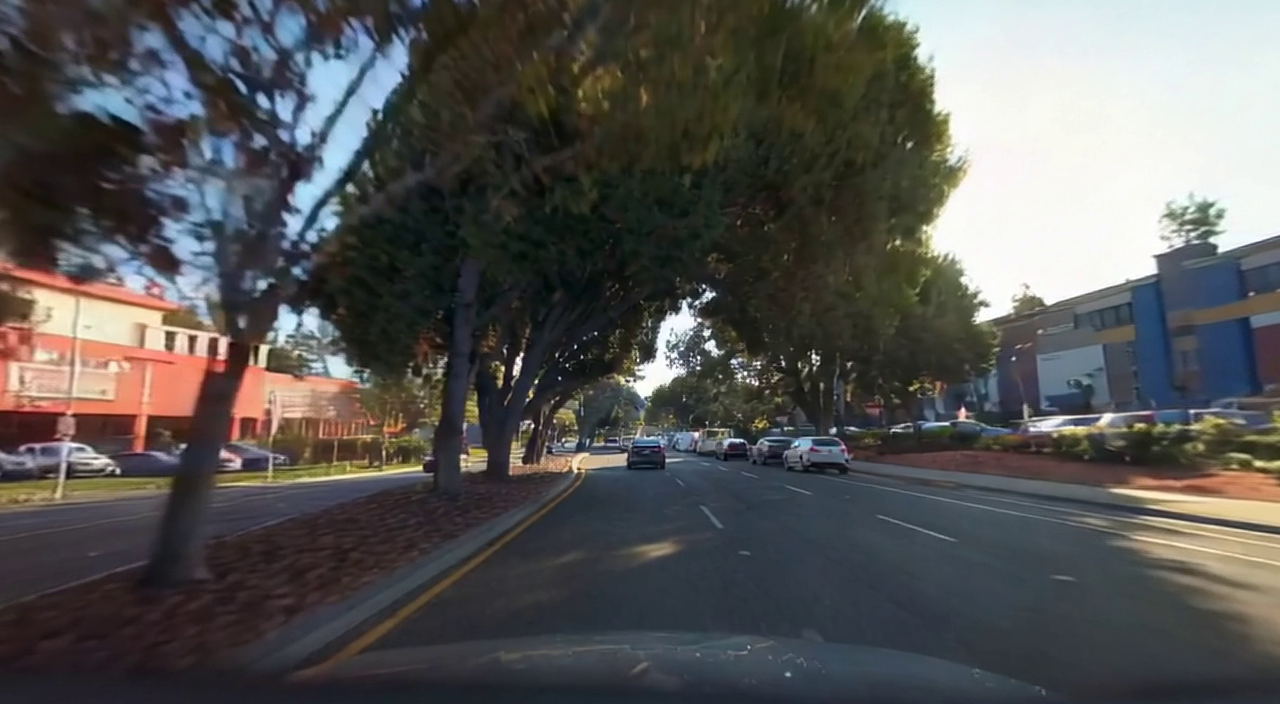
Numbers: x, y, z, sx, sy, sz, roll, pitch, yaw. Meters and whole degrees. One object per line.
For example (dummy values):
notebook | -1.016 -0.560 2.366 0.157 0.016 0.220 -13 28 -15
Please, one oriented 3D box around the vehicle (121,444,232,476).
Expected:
vehicle | -26.896 6.264 36.697 4.853 1.788 2.059 0 -8 1

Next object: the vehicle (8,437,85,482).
vehicle | -28.932 5.166 30.661 5.346 1.985 2.207 -8 -11 42

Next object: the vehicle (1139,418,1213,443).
vehicle | 33.052 4.882 39.013 1.797 1.426 4.346 -3 -9 17

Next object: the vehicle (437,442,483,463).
vehicle | -13.476 7.563 47.430 2.005 1.482 4.491 0 -8 1

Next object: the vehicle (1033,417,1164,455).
vehicle | 19.568 3.617 27.040 4.059 1.563 1.995 0 -8 -2

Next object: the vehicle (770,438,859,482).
vehicle | 6.499 4.057 24.029 2.016 1.479 4.532 0 -8 -1

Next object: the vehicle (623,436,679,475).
vehicle | 0.357 4.232 26.027 2.091 1.472 4.697 0 -8 -1

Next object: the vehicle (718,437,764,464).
vehicle | 6.518 6.429 41.246 2.105 1.646 4.612 0 -8 -2

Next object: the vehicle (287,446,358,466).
vehicle | -24.356 7.968 48.421 4.392 1.453 1.855 0 -8 -1

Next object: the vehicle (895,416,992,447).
vehicle | 19.496 5.156 40.649 5.117 1.905 2.075 0 -8 0

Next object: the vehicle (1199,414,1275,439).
vehicle | 40.168 5.080 42.540 1.826 1.494 4.580 -3 -9 18
